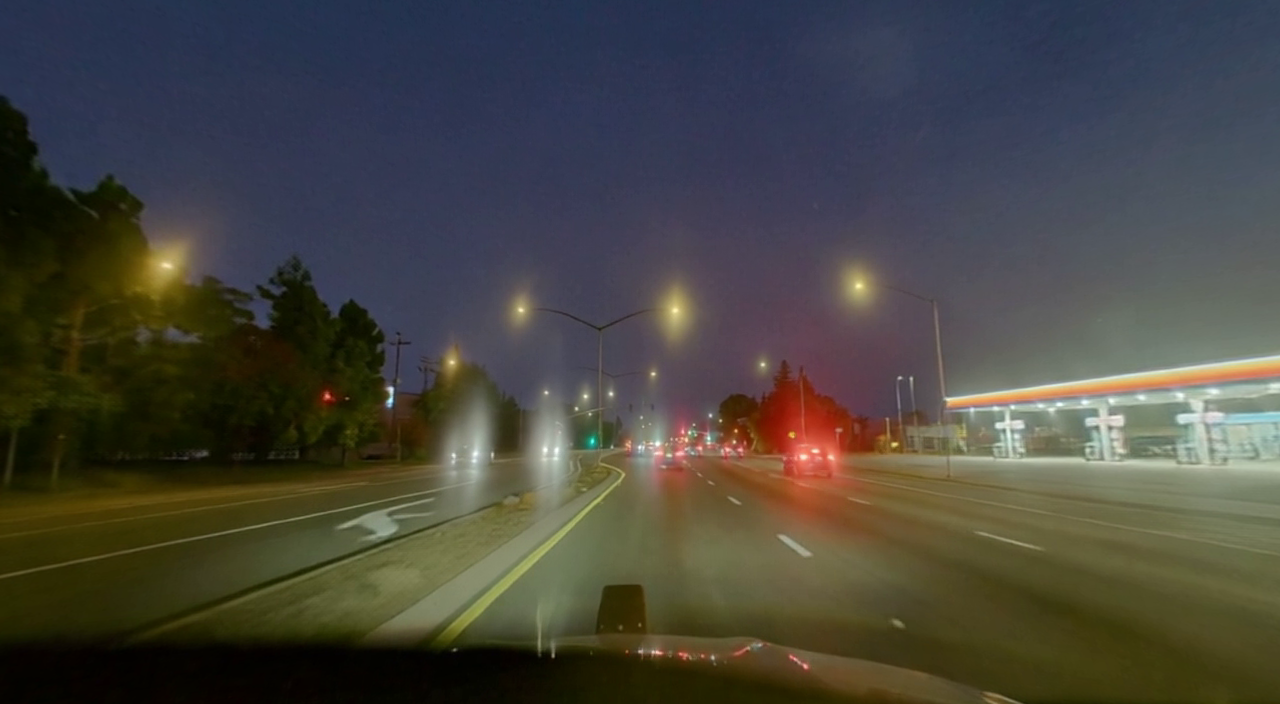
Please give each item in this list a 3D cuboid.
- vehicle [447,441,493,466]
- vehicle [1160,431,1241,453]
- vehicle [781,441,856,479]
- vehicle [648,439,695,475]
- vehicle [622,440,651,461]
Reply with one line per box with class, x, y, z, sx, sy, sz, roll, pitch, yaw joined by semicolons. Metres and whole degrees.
vehicle;-13.246;7.910;49.189;2.022;1.787;5.262;-1;-8;1
vehicle;39.378;6.347;44.267;1.719;1.450;4.559;0;-8;4
vehicle;7.484;4.548;26.771;1.918;1.484;4.456;0;-8;0
vehicle;1.388;4.830;29.108;1.971;1.479;4.493;0;-8;1
vehicle;-0.327;7.630;48.680;2.074;1.575;4.326;0;-8;-3
